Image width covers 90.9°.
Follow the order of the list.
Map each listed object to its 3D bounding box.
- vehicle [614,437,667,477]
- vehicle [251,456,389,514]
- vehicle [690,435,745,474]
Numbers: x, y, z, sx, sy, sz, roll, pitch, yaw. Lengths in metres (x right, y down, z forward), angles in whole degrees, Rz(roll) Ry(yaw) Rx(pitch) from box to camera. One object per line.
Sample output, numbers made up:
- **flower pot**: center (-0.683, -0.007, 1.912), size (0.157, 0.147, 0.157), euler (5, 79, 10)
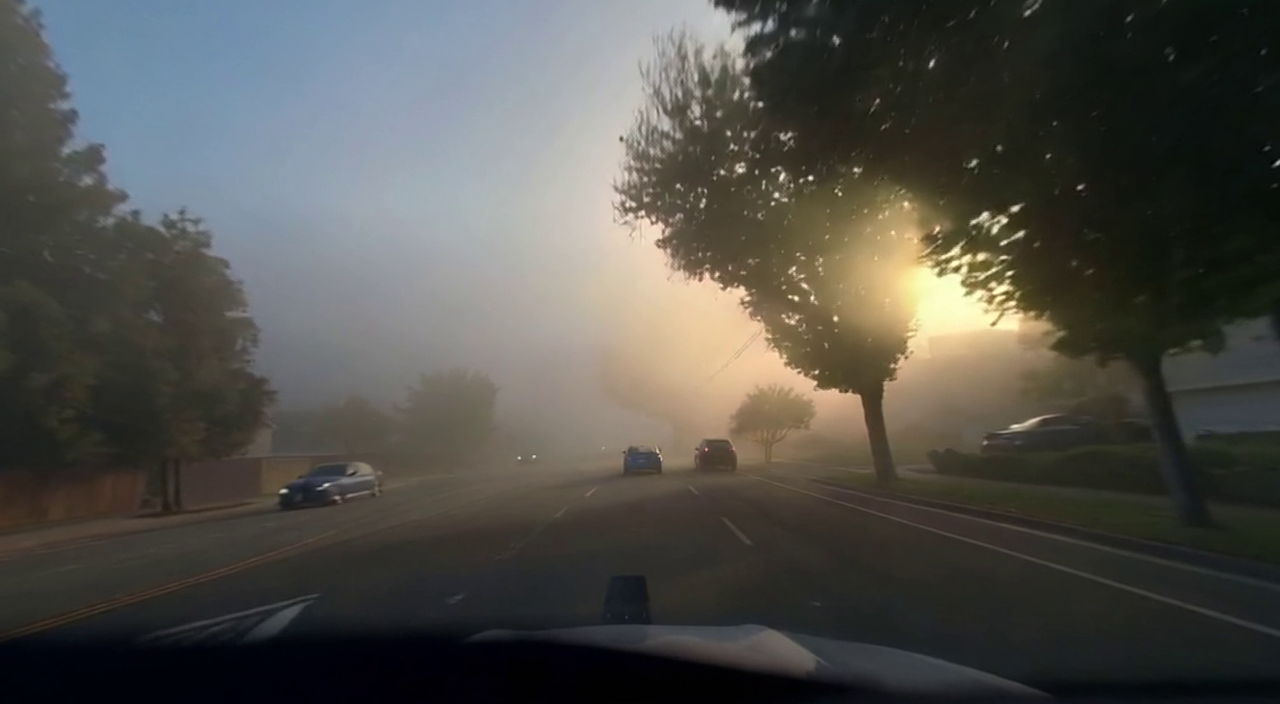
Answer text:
- **vehicle**: center (0.030, 4.699, 28.567), size (2.200, 1.653, 4.127), euler (0, -8, 0)
- **vehicle**: center (-10.012, 4.148, 20.218), size (1.916, 1.492, 4.677), euler (-2, -8, 1)
- **vehicle**: center (3.609, 4.877, 30.197), size (2.024, 1.711, 4.512), euler (0, -8, -1)
